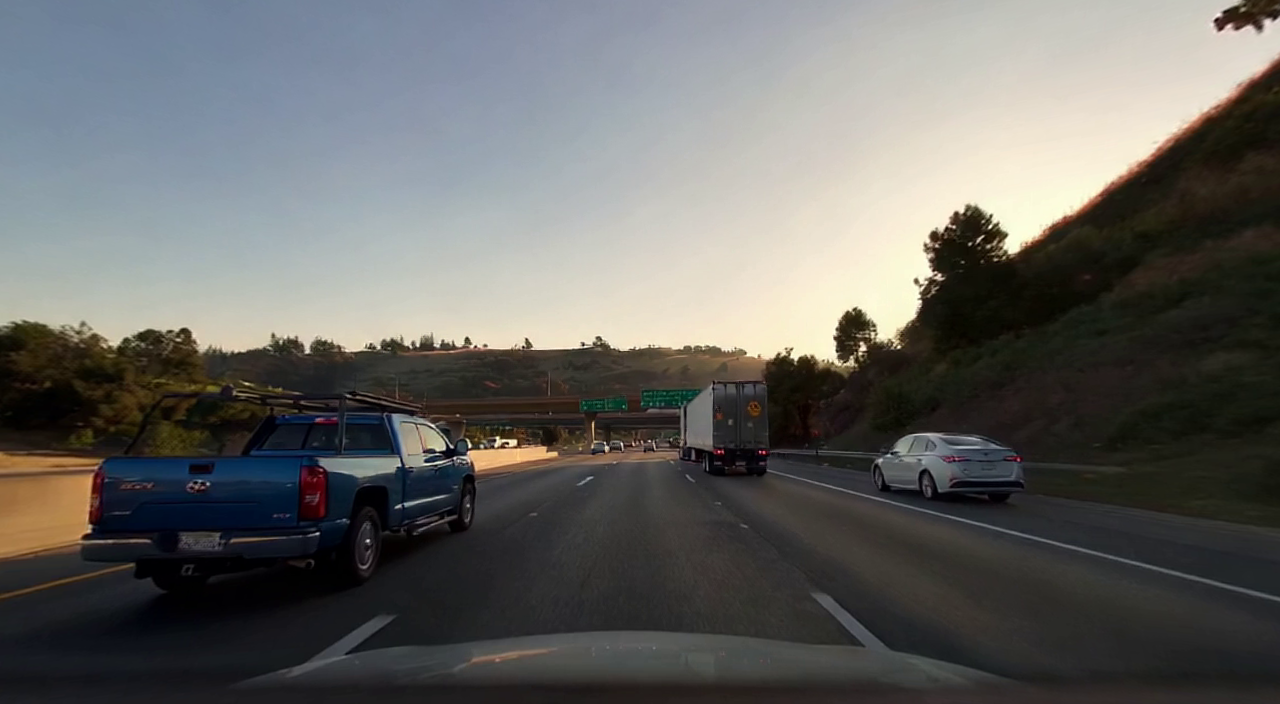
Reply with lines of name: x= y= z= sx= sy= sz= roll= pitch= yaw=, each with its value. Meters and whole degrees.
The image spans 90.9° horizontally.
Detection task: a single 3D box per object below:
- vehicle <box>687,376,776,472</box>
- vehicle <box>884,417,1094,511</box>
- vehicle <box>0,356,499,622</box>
vehicle: x=4.361 y=3.999 z=33.286 sx=2.885 sy=4.036 sz=12.891 roll=0 pitch=-8 yaw=1
vehicle: x=7.330 y=2.412 z=13.973 sx=1.999 sy=1.700 sz=4.640 roll=0 pitch=-8 yaw=0
vehicle: x=-3.880 y=1.524 z=8.095 sx=2.599 sy=2.054 sz=6.288 roll=0 pitch=-9 yaw=1
